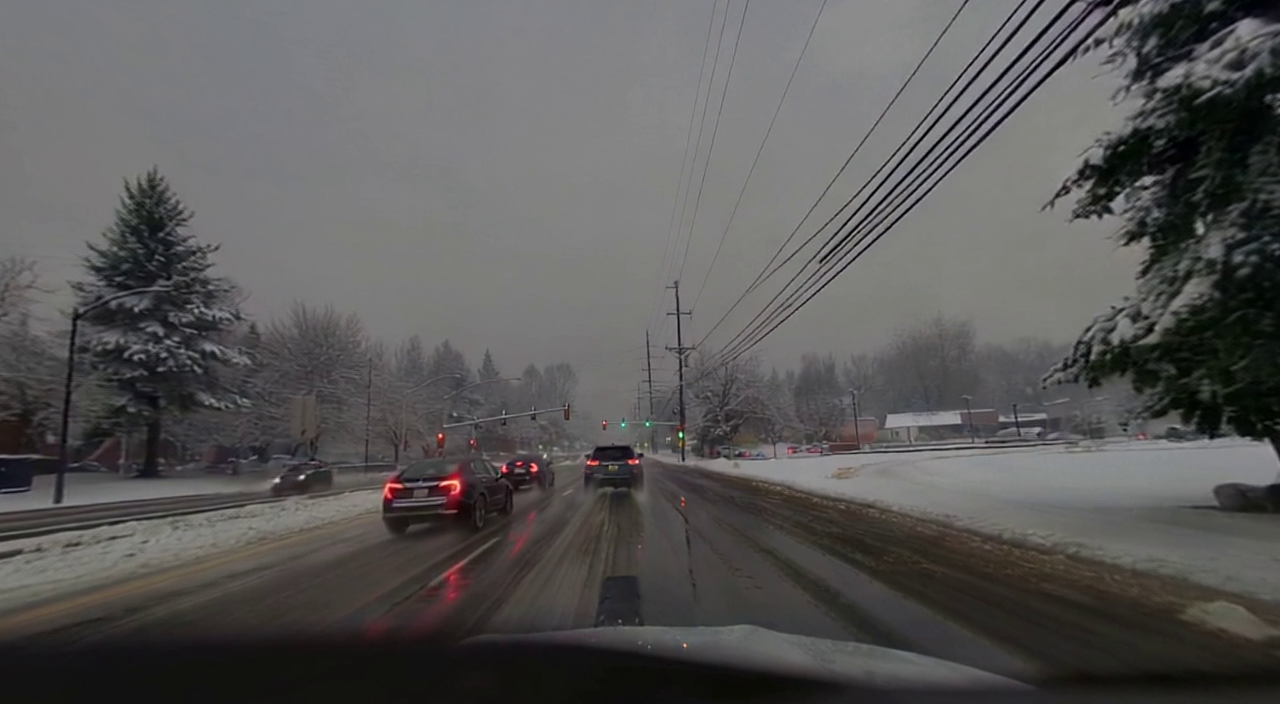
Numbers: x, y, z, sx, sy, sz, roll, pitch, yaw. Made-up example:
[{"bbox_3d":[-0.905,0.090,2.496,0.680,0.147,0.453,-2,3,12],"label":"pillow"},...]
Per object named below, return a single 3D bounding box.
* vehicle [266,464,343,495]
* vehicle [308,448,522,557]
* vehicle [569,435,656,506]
[{"bbox_3d":[-18.579,7.084,35.259,1.872,1.468,4.316,0,-8,1],"label":"vehicle"},{"bbox_3d":[-3.529,2.425,10.969,2.064,1.464,4.373,0,-8,1],"label":"vehicle"},{"bbox_3d":[-0.743,3.433,18.710,2.276,1.850,3.897,0,-8,-1],"label":"vehicle"}]
